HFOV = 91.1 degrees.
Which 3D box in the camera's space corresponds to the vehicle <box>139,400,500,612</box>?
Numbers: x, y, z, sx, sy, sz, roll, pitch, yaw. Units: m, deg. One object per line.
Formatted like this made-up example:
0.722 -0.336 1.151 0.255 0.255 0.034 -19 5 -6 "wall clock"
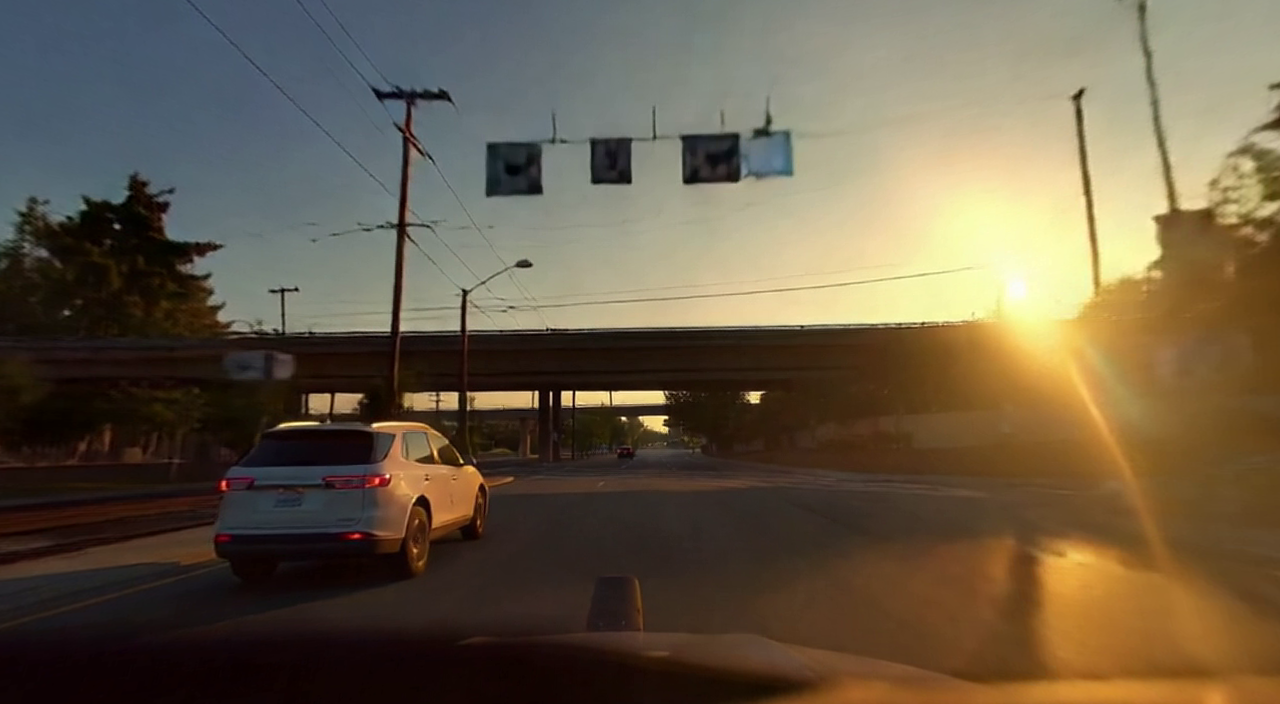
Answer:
-3.097 1.574 7.342 1.882 1.704 4.335 0 -8 1 "vehicle"
